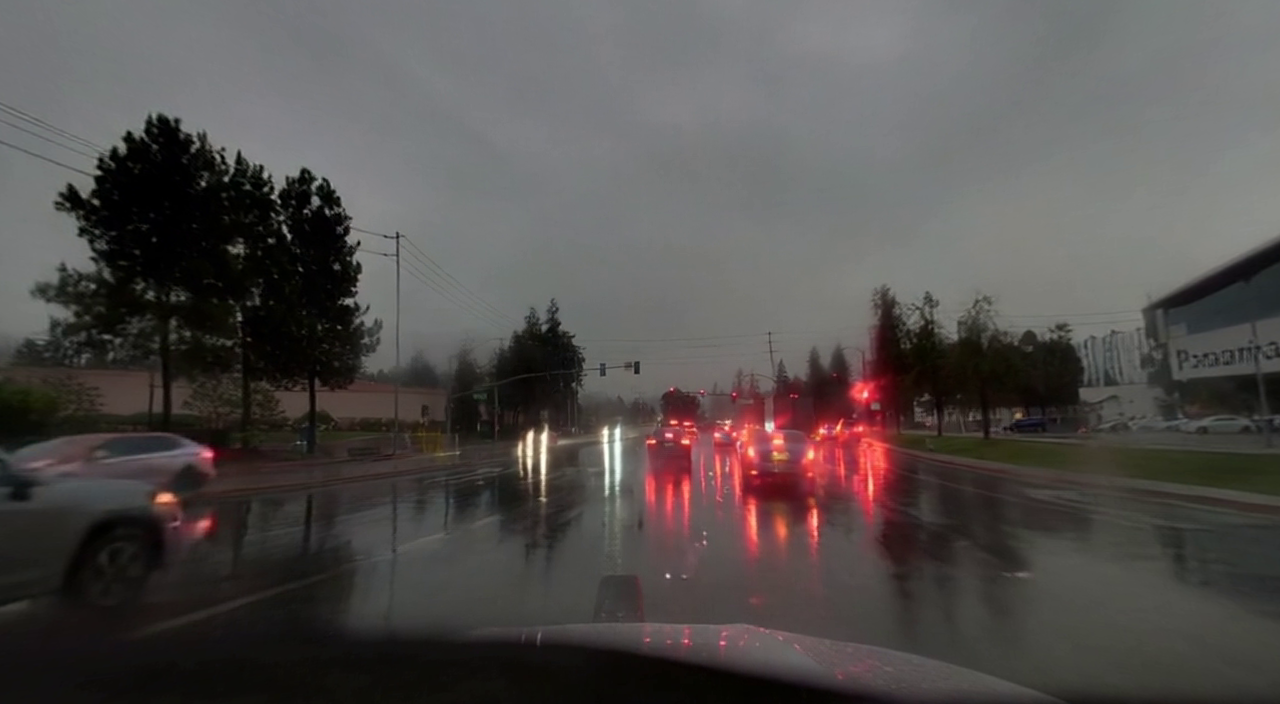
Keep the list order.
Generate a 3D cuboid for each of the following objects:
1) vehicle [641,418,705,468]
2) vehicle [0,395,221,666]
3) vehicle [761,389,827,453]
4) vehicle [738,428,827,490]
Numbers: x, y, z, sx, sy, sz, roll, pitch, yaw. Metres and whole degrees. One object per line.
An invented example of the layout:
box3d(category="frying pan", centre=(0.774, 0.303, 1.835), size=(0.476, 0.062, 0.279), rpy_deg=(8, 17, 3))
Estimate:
box3d(category="vehicle", centre=(1.465, 3.774, 26.028), size=(2.188, 1.892, 4.488), rpy_deg=(-1, -9, 9))
box3d(category="vehicle", centre=(-4.717, 0.936, 3.108), size=(2.010, 1.515, 4.152), rpy_deg=(-1, -9, 9))
box3d(category="vehicle", centre=(10.272, 4.902, 43.050), size=(2.965, 3.900, 9.064), rpy_deg=(-1, -9, 5))
box3d(category="vehicle", centre=(3.884, 2.973, 17.834), size=(2.109, 1.500, 4.585), rpy_deg=(-1, -9, 9))
